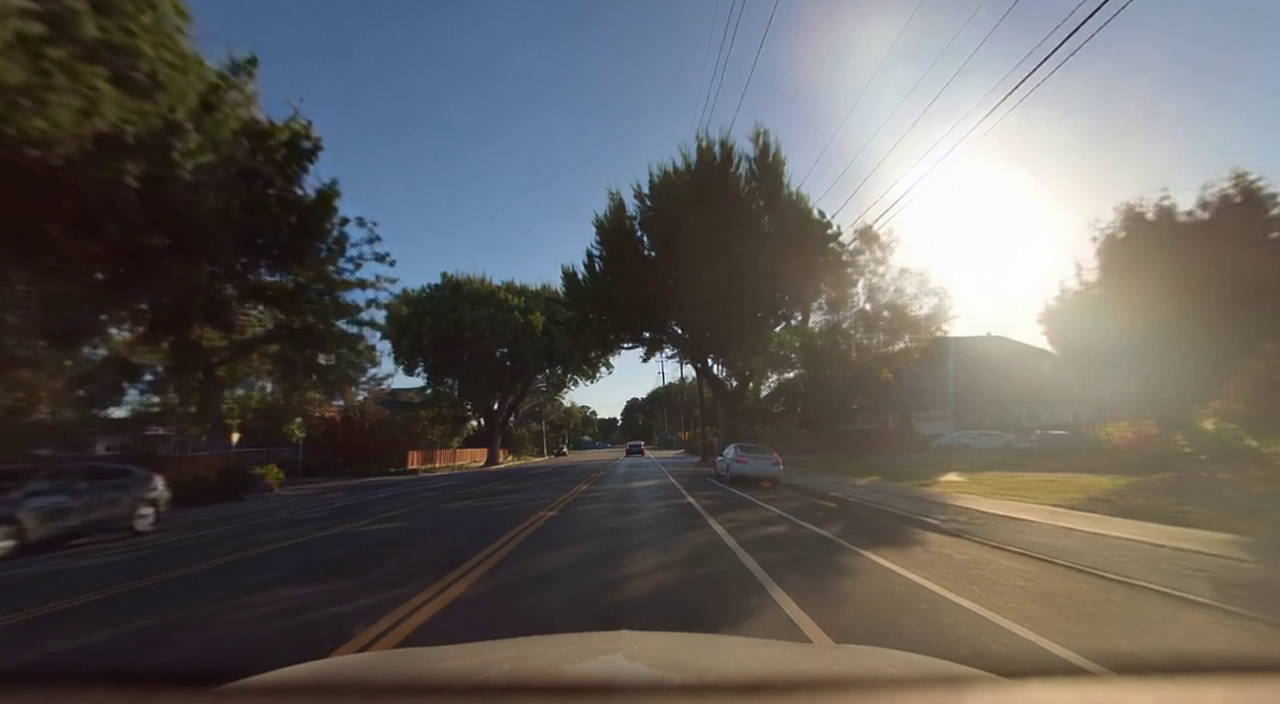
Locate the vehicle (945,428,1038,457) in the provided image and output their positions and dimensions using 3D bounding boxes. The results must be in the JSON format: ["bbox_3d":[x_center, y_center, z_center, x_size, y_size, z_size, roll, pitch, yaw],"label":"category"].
[{"bbox_3d":[21.293,5.496,38.360,4.536,1.654,1.931,1,-8,-7],"label":"vehicle"}]

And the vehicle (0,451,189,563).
[{"bbox_3d":[-11.240,2.802,11.449,2.086,1.711,5.661,-6,-8,-1],"label":"vehicle"}]

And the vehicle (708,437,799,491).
[{"bbox_3d":[3.968,3.997,22.973,2.124,1.524,4.698,6,-9,-2],"label":"vehicle"}]
